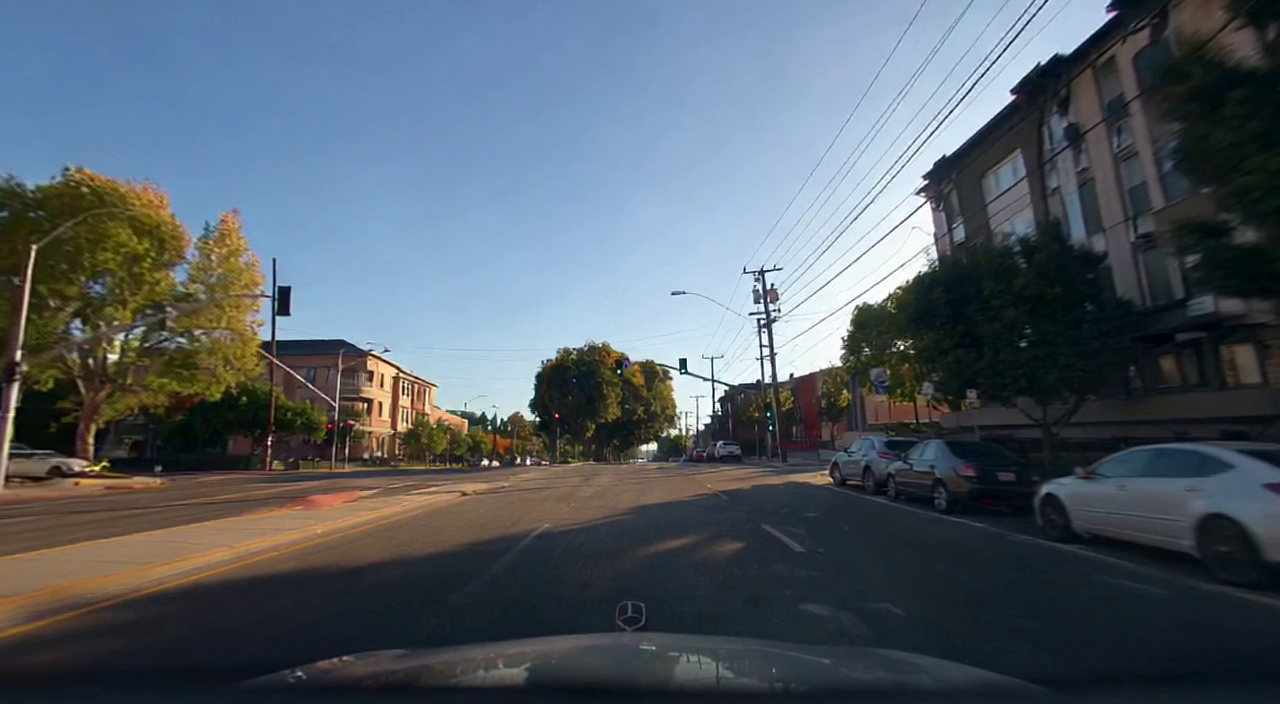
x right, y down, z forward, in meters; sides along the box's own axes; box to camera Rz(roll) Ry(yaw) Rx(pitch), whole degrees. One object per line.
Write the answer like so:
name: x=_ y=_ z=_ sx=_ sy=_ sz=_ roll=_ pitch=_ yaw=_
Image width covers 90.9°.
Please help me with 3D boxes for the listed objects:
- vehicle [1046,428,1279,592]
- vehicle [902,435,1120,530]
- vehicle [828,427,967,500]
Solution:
vehicle: x=6.869 y=1.622 z=6.890 sx=1.848 sy=1.499 sz=4.562 roll=0 pitch=-8 yaw=1
vehicle: x=6.831 y=2.411 z=12.213 sx=1.796 sy=1.512 sz=4.016 roll=0 pitch=-9 yaw=1
vehicle: x=6.939 y=3.044 z=17.608 sx=1.988 sy=1.740 sz=4.498 roll=0 pitch=-9 yaw=1
